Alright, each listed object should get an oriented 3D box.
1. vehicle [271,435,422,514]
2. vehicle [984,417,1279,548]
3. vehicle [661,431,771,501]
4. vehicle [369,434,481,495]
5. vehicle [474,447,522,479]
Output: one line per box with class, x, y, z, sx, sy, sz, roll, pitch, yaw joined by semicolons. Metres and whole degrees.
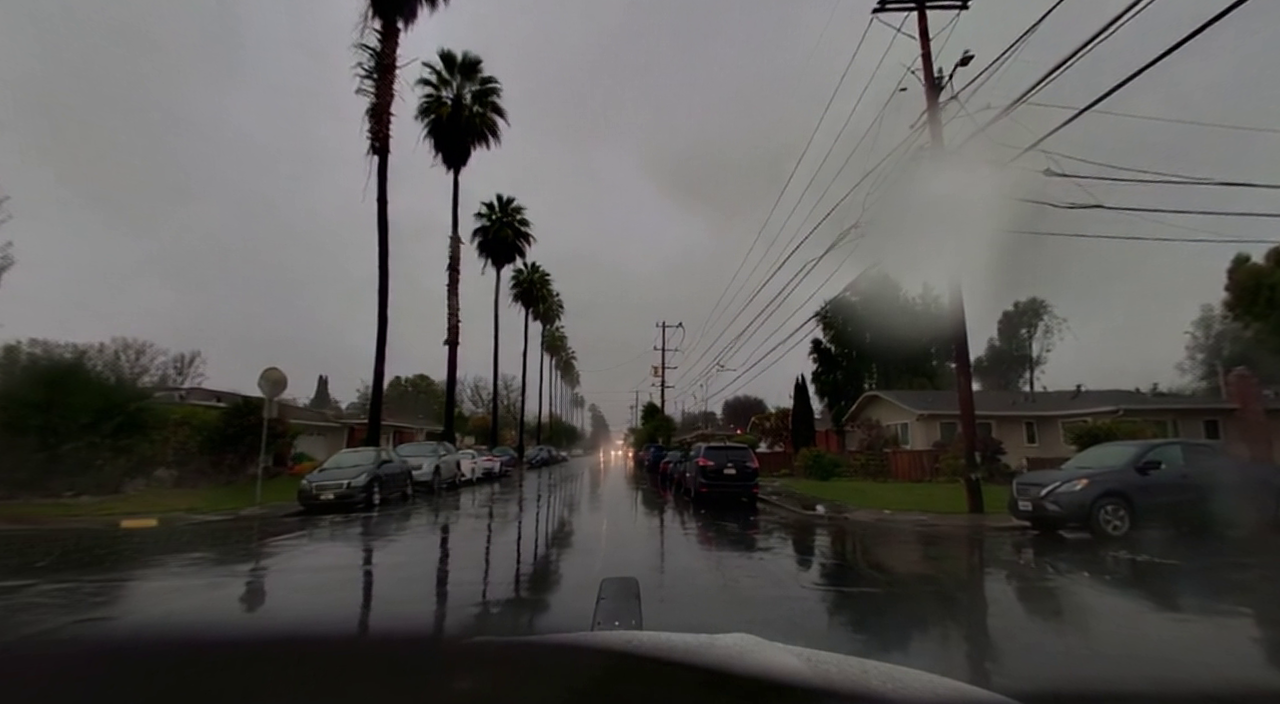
vehicle;-7.365;3.089;16.479;2.198;1.724;4.493;1;-9;-6
vehicle;10.003;2.268;11.635;5.971;1.967;2.385;-1;-9;-6
vehicle;2.199;3.592;20.426;2.505;1.895;5.805;1;-9;-4
vehicle;-7.703;4.110;23.482;2.301;1.939;6.143;0;-9;-3
vehicle;-8.820;6.886;39.653;2.178;1.865;4.658;0;-9;-3
